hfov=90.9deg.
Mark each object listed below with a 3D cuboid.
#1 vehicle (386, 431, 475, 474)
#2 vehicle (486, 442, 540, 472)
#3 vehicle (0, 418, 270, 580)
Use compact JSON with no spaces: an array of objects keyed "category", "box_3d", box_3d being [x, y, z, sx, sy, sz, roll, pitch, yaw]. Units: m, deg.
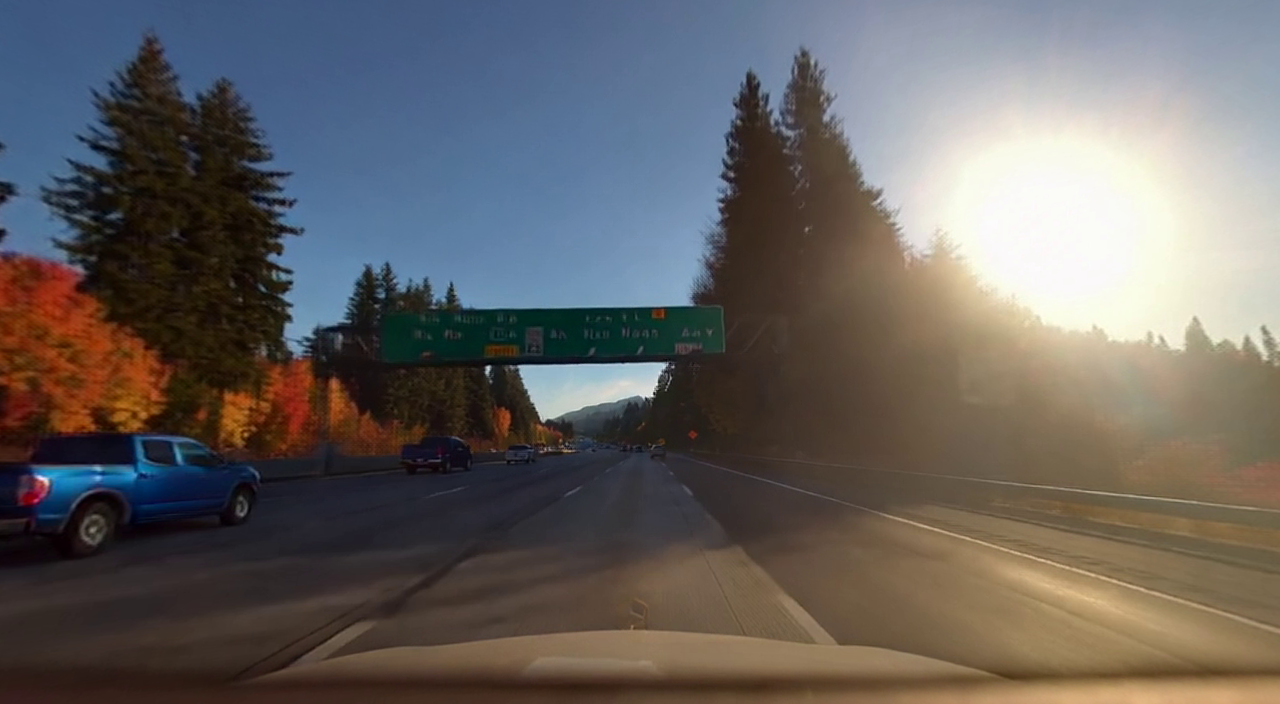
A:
[{"category":"vehicle","box_3d":[-10.464,5.072,32.095,2.347,1.984,5.778,0,-8,2]},{"category":"vehicle","box_3d":[-6.739,5.602,33.958,1.919,1.499,4.234,0,-8,1]},{"category":"vehicle","box_3d":[-7.221,1.723,8.140,1.965,1.567,4.686,0,-8,1]}]
